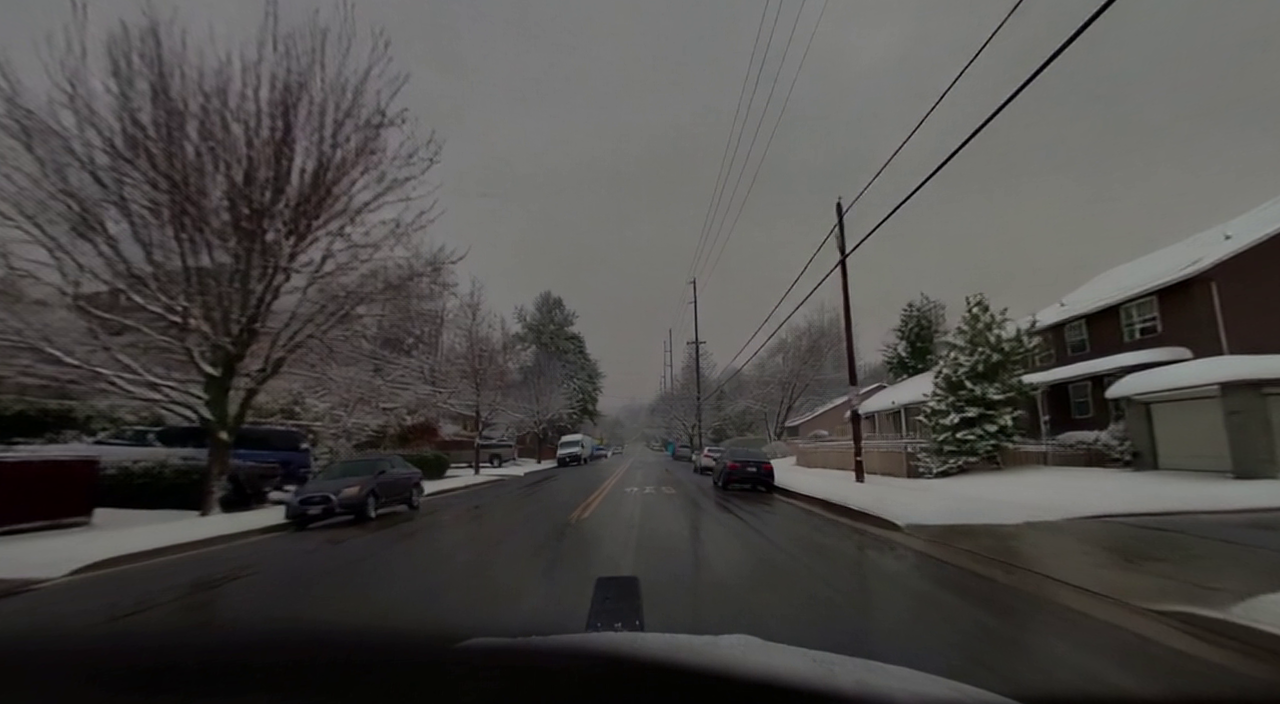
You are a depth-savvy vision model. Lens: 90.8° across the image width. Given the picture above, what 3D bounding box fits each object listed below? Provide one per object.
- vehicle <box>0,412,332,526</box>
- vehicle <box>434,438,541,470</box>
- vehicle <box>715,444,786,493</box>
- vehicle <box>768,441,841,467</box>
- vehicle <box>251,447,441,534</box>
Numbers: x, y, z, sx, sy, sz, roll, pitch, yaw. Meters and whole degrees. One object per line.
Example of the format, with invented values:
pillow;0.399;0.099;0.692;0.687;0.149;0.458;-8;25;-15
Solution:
vehicle;-11.125;2.798;15.820;2.416;2.211;6.384;-2;-9;15
vehicle;-10.165;6.834;42.565;6.540;2.079;2.565;0;-9;1
vehicle;3.641;3.898;21.534;1.903;1.500;4.057;0;-9;3
vehicle;11.542;7.175;44.600;4.530;1.736;2.144;0;-9;3
vehicle;-6.508;3.066;14.730;2.062;1.500;4.629;-3;-8;3
